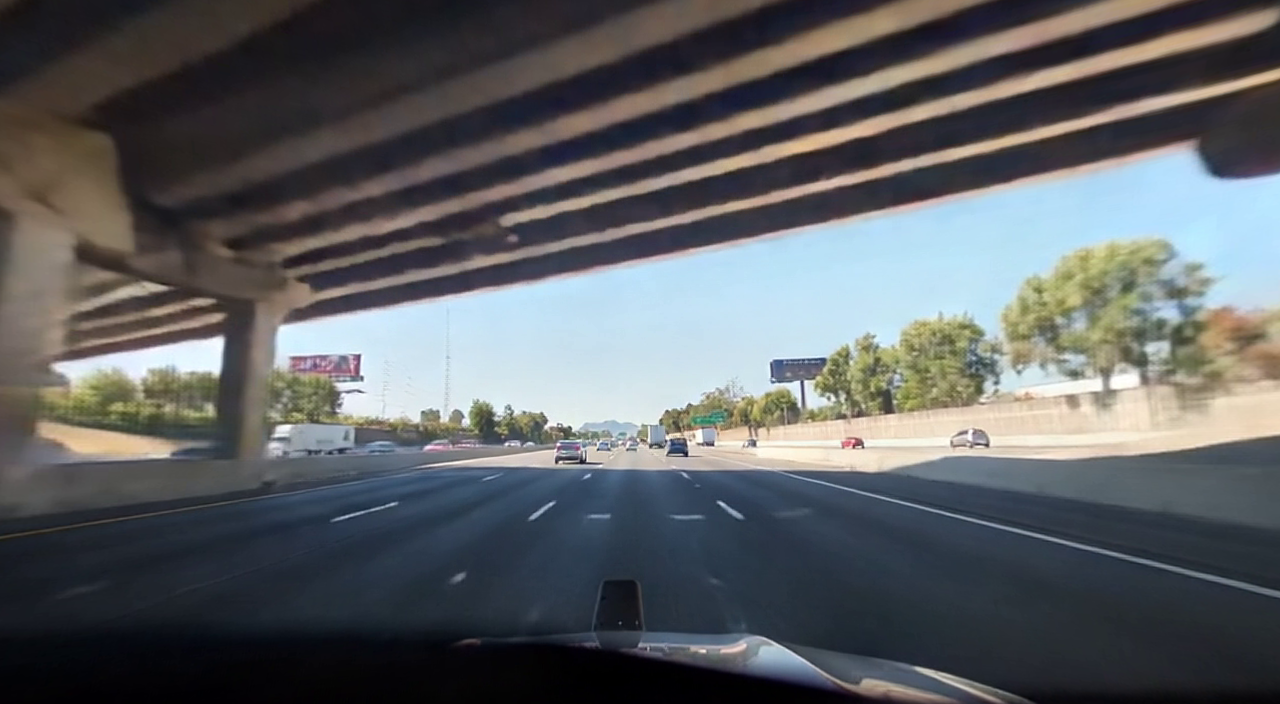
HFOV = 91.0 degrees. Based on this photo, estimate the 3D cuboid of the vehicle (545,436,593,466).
[{"bbox_3d":[-3.693,5.254,33.528,2.066,1.500,4.415,0,-8,0],"label":"vehicle"}]
